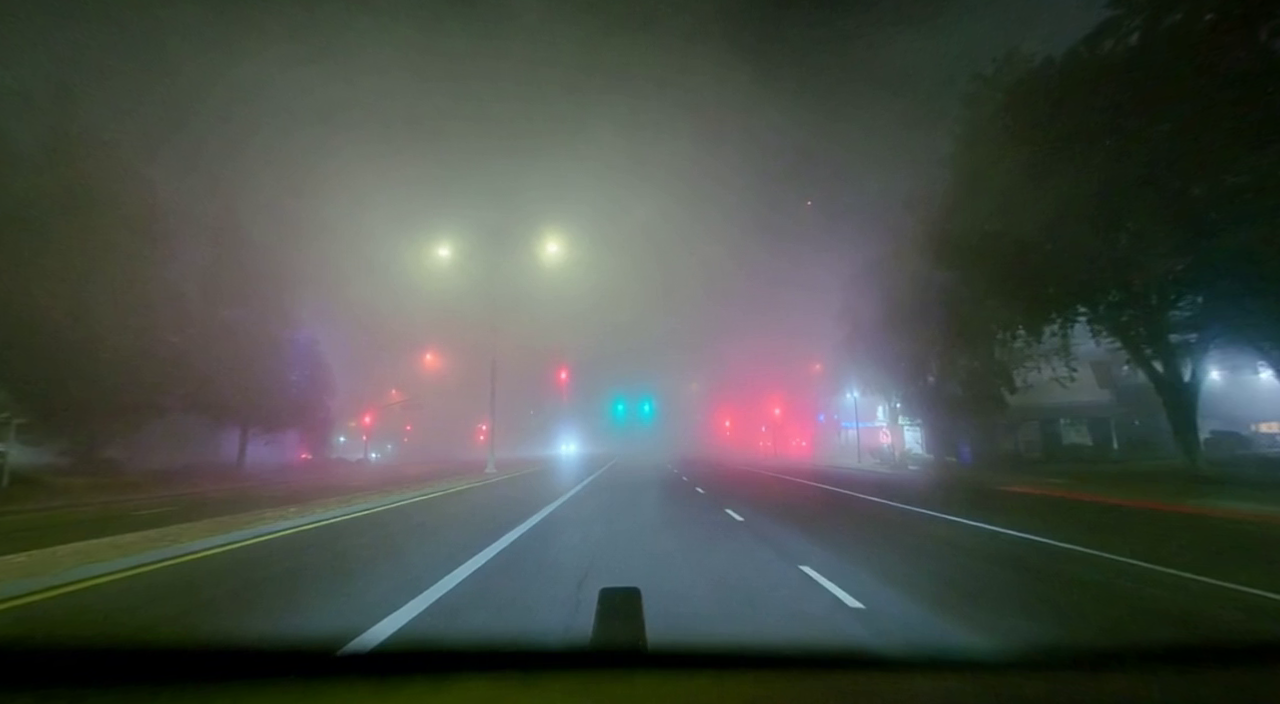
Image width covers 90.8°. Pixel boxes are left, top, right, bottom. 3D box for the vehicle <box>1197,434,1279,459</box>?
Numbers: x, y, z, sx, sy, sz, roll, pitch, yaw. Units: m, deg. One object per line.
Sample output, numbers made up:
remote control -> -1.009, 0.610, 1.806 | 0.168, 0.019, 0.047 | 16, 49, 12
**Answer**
vehicle -> 39.114, 6.105, 40.830 | 1.867, 1.552, 4.657 | 0, -9, -2
